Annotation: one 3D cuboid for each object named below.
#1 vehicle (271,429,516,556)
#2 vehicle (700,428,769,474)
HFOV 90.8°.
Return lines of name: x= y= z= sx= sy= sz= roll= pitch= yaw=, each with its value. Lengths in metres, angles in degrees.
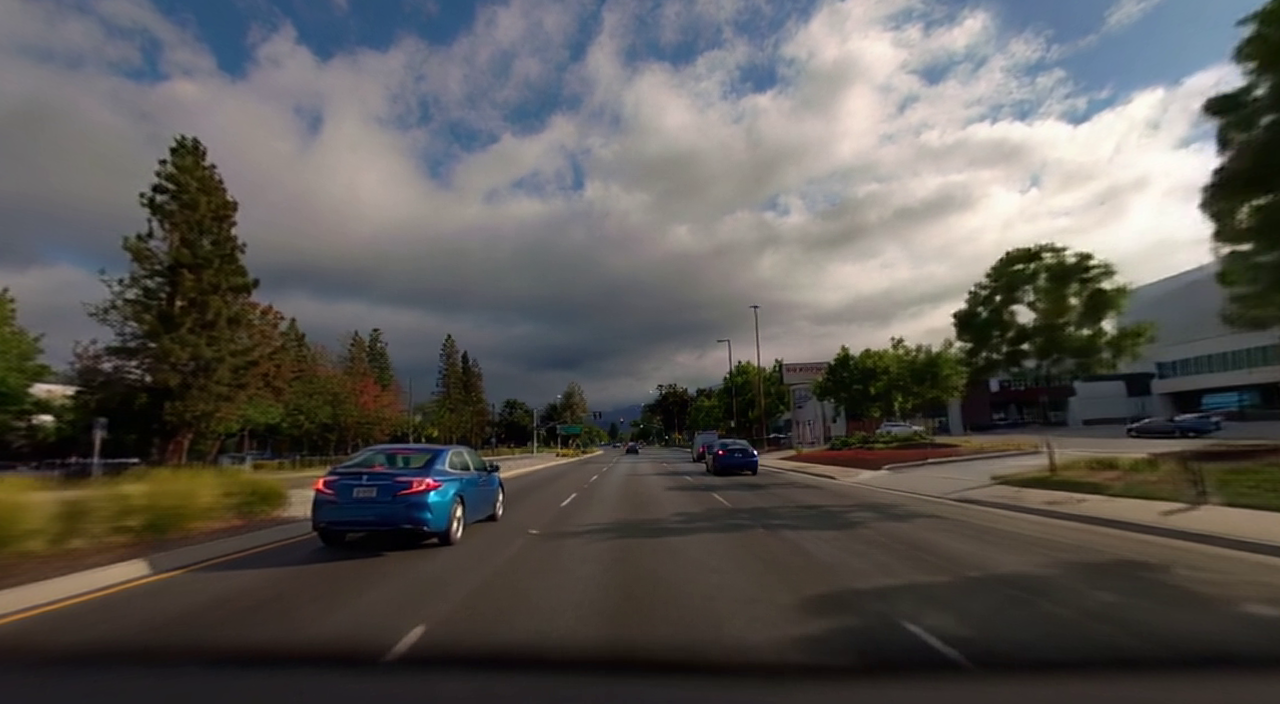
vehicle: x=-3.293 y=1.952 z=9.561 sx=2.017 sy=1.470 sz=4.293 roll=0 pitch=-8 yaw=-1
vehicle: x=4.500 y=4.835 z=31.096 sx=2.476 sy=2.016 sz=5.586 roll=0 pitch=-8 yaw=0
